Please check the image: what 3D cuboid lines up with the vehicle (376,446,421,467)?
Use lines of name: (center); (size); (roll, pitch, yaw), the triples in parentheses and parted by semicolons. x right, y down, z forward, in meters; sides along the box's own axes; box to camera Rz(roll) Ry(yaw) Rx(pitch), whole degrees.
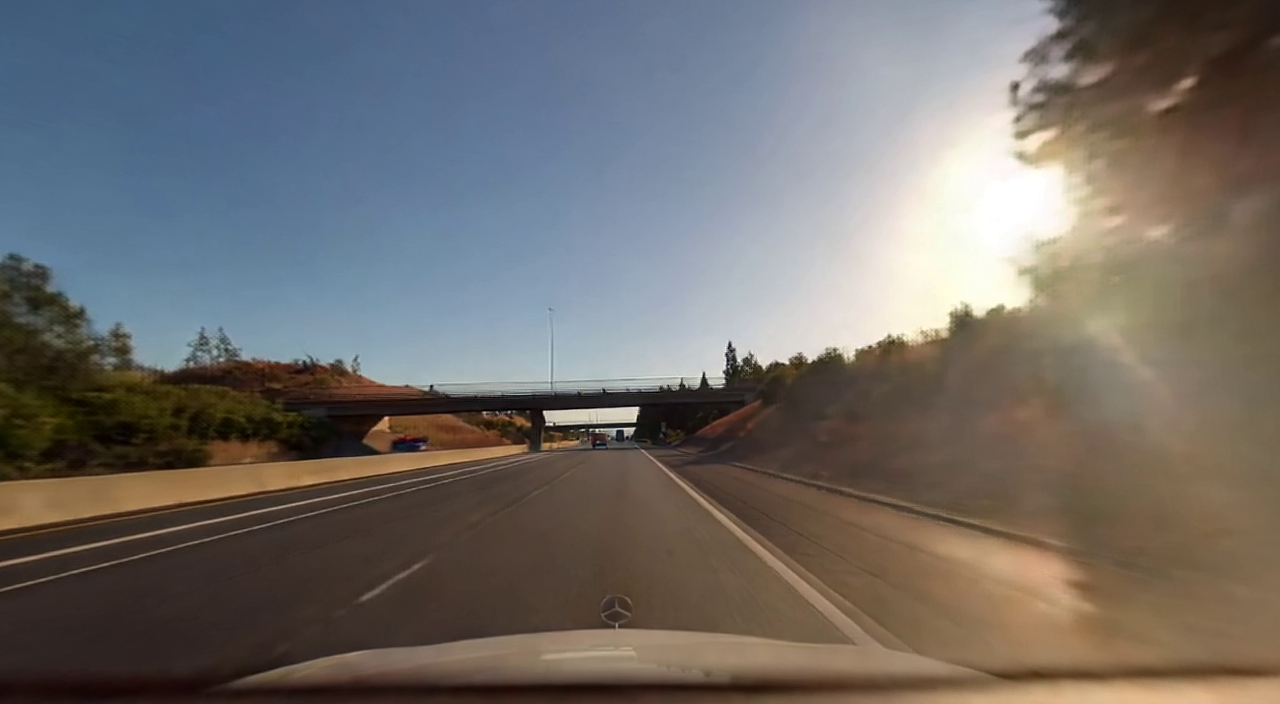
vehicle: (-18.064, 7.834, 47.316); (1.817, 1.435, 4.153); (0, -8, -1)
